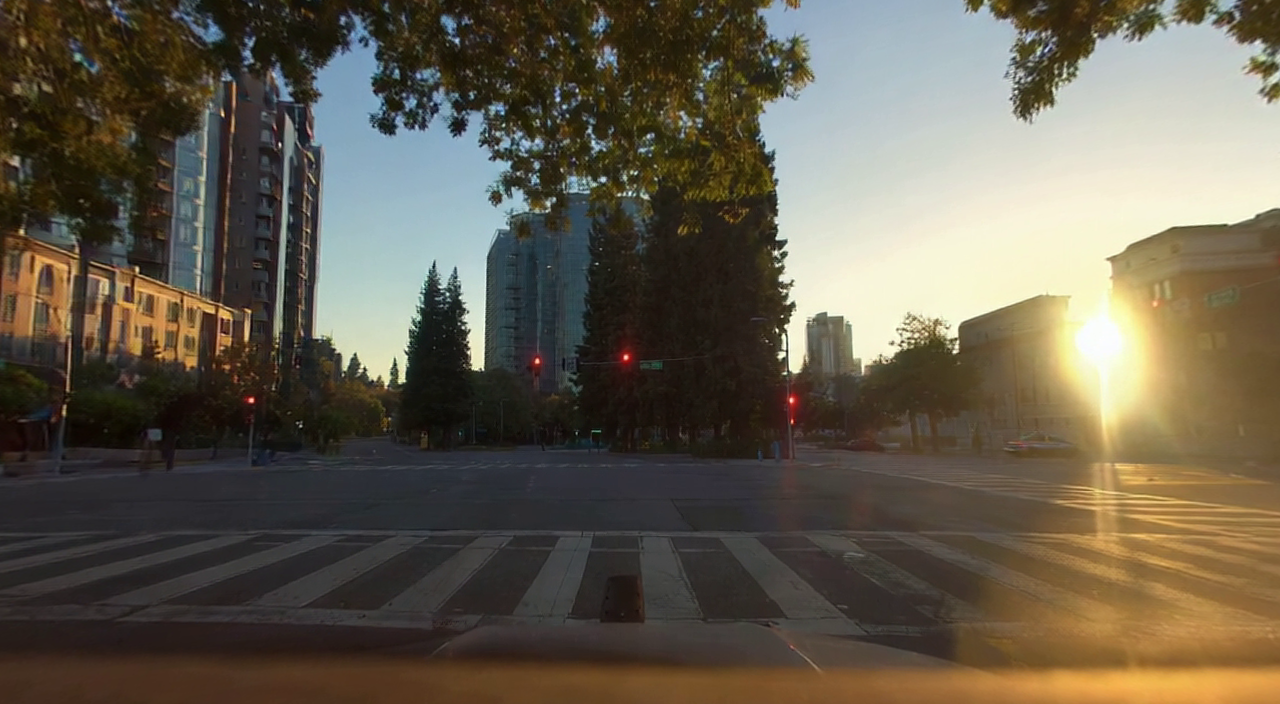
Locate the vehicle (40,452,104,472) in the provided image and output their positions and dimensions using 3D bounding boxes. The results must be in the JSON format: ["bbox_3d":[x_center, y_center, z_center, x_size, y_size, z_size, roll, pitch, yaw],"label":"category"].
[{"bbox_3d":[-41.571,8.032,46.320,1.552,1.339,3.340,-1,-8,-1],"label":"vehicle"}]

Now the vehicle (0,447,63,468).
[{"bbox_3d":[-45.247,7.765,46.617,1.858,1.467,3.624,0,-8,0],"label":"vehicle"}]

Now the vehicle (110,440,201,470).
[{"bbox_3d":[-34.889,7.419,45.751,2.204,1.955,5.518,0,-8,0],"label":"vehicle"}]

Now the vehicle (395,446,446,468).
[{"bbox_3d":[-15.487,7.436,44.806,2.056,1.450,4.343,0,-8,0],"label":"vehicle"}]

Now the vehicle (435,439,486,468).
[{"bbox_3d":[-11.950,6.774,42.337,2.080,1.763,4.341,0,-8,0],"label":"vehicle"}]
